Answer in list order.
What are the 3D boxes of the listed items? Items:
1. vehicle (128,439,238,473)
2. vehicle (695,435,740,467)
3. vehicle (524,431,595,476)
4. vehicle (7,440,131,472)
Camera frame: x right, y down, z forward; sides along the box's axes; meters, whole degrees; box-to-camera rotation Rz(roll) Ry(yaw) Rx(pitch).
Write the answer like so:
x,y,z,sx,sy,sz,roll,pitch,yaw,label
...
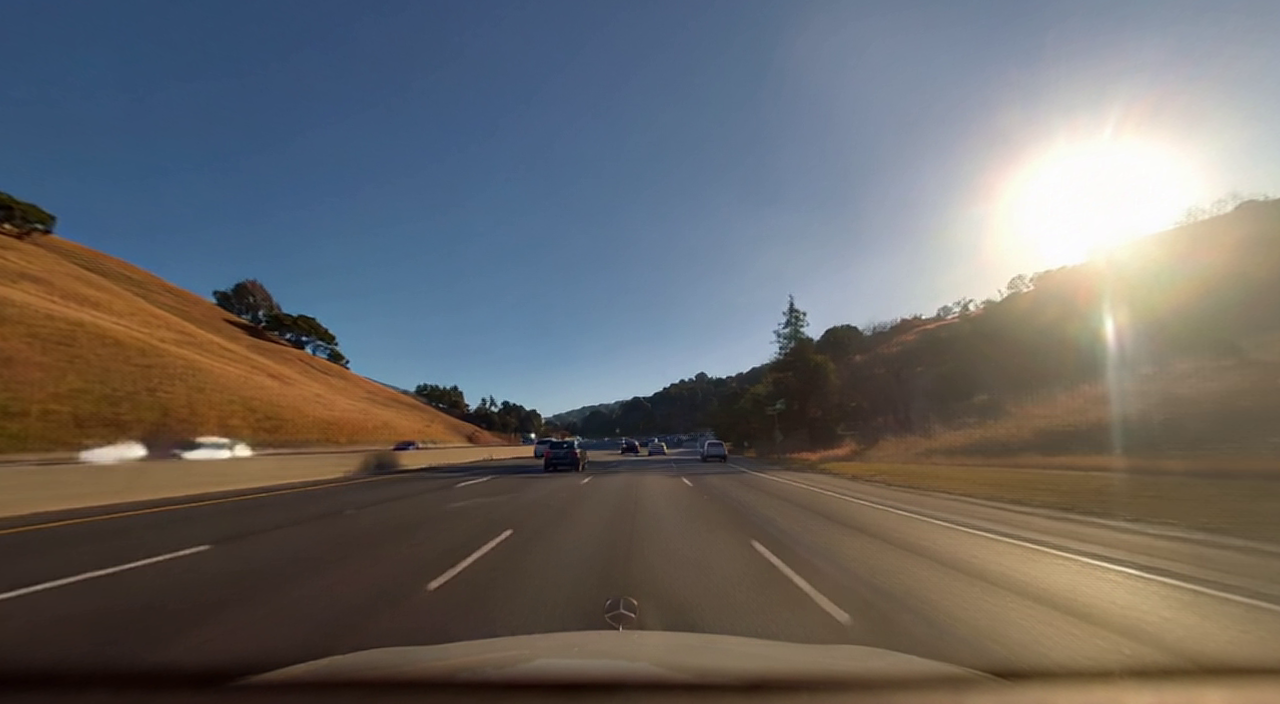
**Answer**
x,y,z,sx,sy,sz,roll,pitch,yaw,label
-21.231,4.841,29.611,1.822,1.480,4.290,0,-8,2,vehicle
4.615,5.951,38.138,2.164,1.788,4.500,0,-8,0,vehicle
-3.237,4.196,26.387,2.166,1.700,4.661,0,-8,2,vehicle
-28.773,5.249,32.065,1.910,1.476,4.599,0,-8,2,vehicle
